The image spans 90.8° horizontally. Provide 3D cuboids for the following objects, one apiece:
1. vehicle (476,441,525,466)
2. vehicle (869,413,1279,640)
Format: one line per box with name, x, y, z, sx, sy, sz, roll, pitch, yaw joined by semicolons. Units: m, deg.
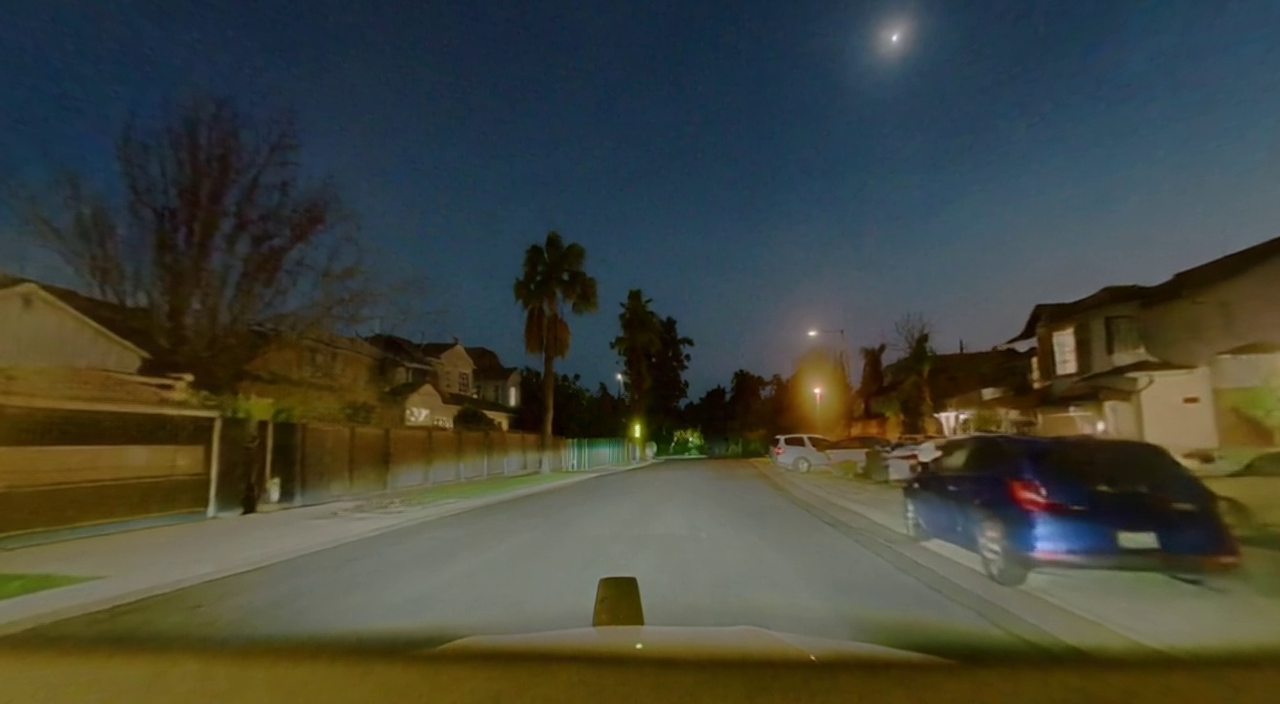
vehicle;-10.546;7.679;48.248;1.869;1.646;4.357;2;-7;13
vehicle;4.448;1.640;7.037;2.051;1.676;4.497;0;-9;-1
